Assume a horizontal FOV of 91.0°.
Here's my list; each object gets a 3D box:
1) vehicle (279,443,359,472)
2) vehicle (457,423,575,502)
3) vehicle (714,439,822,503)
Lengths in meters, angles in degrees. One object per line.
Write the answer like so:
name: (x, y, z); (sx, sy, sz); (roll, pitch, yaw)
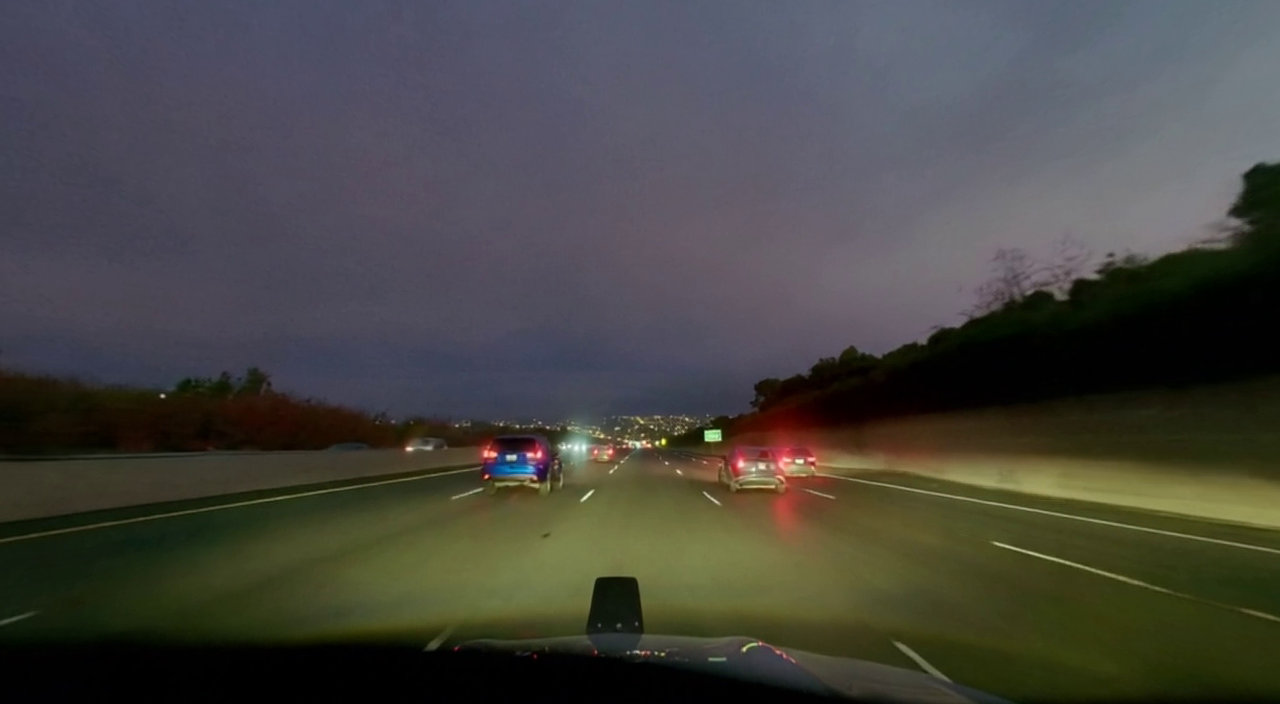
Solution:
vehicle: (-18.332, 6.035, 36.266); (1.981, 1.515, 4.797); (0, -8, 1)
vehicle: (-3.036, 2.826, 16.503); (2.137, 1.756, 4.453); (0, -8, 1)
vehicle: (3.286, 3.117, 17.042); (1.979, 1.486, 4.125); (0, -8, -1)
